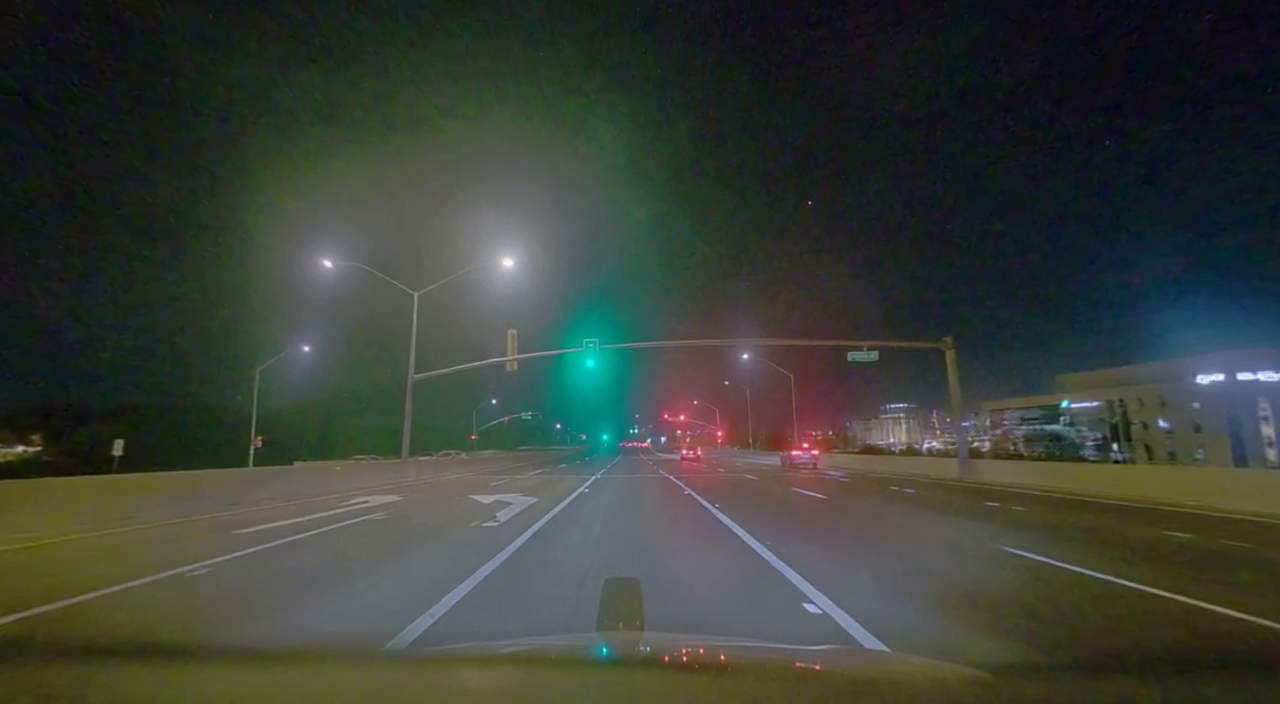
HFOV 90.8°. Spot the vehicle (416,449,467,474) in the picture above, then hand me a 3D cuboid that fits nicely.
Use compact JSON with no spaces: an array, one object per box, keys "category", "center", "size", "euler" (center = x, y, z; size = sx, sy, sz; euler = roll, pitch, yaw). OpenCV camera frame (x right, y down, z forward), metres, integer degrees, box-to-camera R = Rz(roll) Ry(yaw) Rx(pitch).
[{"category":"vehicle","center":[-12.723,7.012,40.802],"size":[1.870,1.501,4.364],"euler":[0,-9,0]}]

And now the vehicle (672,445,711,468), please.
[{"category":"vehicle","center":[3.469,7.156,43.303],"size":[2.187,1.475,4.529],"euler":[0,-9,-1]}]

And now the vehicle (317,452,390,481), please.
[{"category":"vehicle","center":[-15.776,6.327,35.109],"size":[1.926,1.445,4.556],"euler":[0,-9,0]}]
